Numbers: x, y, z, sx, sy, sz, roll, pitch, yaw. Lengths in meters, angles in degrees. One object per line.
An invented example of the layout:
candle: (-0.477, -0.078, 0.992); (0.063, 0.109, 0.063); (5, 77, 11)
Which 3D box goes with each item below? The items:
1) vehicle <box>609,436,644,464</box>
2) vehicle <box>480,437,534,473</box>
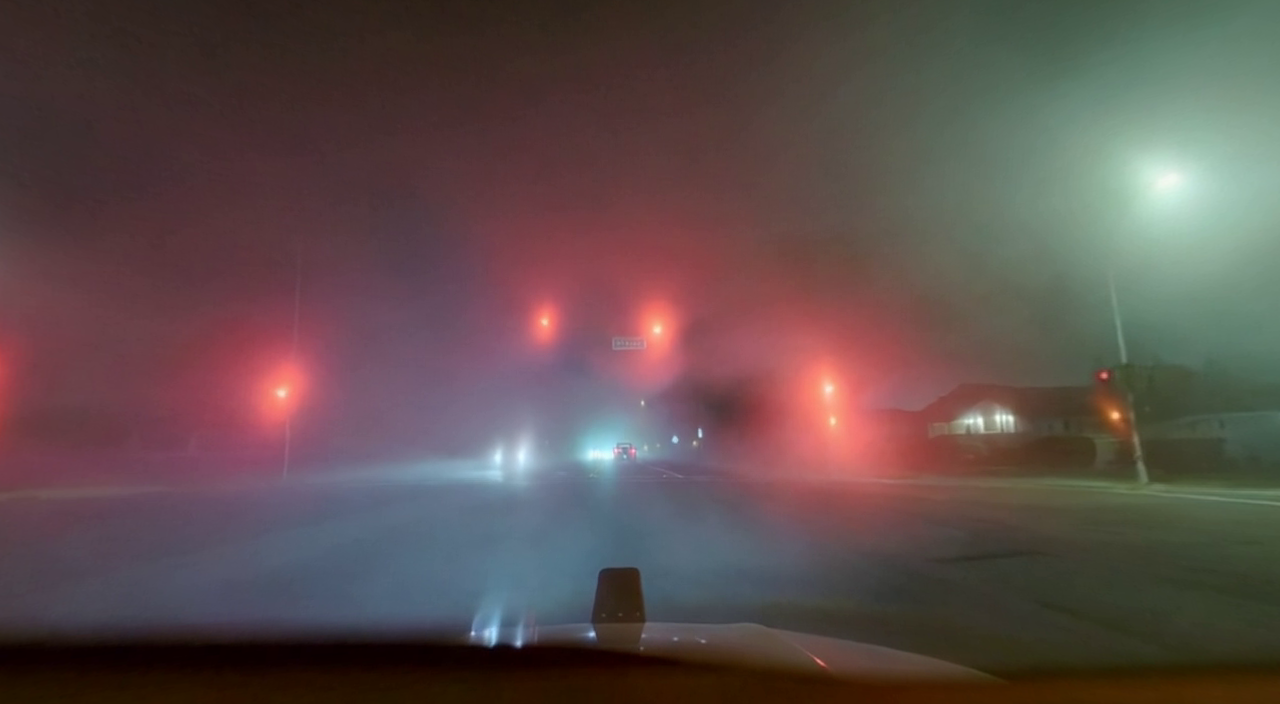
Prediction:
vehicle: (-1.017, 6.896, 44.450); (2.248, 1.833, 4.798); (0, -8, -3)
vehicle: (-6.724, 5.215, 32.286); (1.983, 1.684, 3.938); (0, -8, -1)
